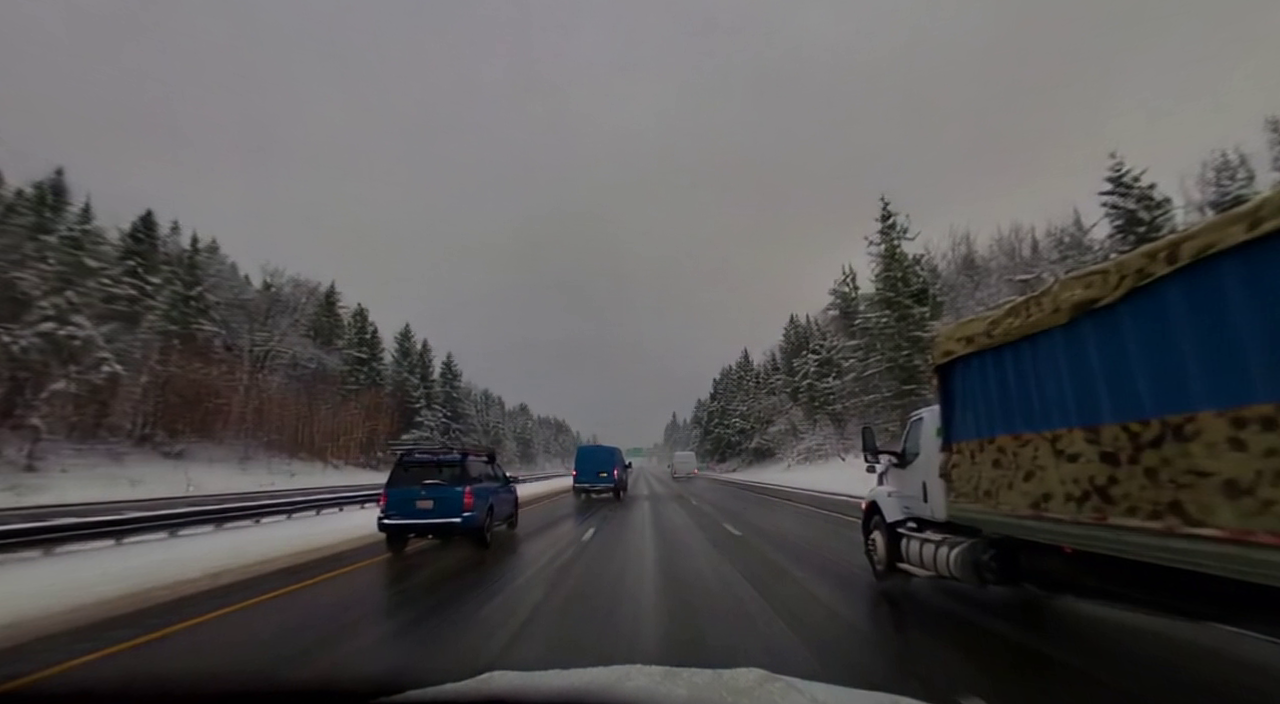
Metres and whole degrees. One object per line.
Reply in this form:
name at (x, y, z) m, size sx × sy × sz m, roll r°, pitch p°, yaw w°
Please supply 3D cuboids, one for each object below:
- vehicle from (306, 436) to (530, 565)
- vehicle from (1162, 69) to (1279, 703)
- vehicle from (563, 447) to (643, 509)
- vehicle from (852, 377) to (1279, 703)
vehicle at (-3.356, 2.382, 10.623) m, size 2.124 × 1.671 × 4.262 m, roll 1°, pitch -11°, yaw 1°
vehicle at (4.049, -0.056, 0.471) m, size 2.703 × 2.988 × 5.097 m, roll 1°, pitch -11°, yaw -1°
vehicle at (-1.180, 4.515, 22.792) m, size 2.378 × 1.930 × 5.086 m, roll 0°, pitch -11°, yaw 2°
vehicle at (3.996, 1.520, 6.008) m, size 2.157 × 1.840 × 4.999 m, roll 1°, pitch -11°, yaw 0°
